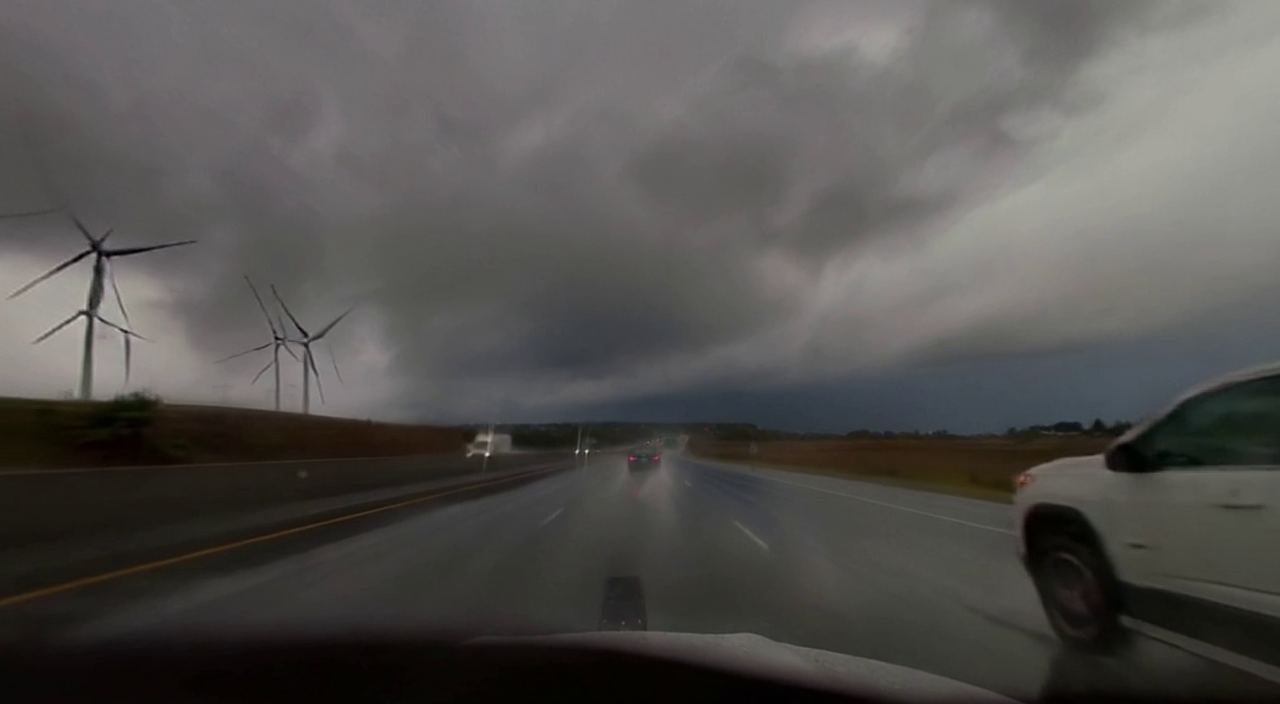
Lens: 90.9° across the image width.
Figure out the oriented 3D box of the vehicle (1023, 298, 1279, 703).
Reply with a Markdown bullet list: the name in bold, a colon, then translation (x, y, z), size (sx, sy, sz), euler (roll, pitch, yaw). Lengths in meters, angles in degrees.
- **vehicle**: translation (3.728, 0.581, 1.810), size (2.104, 1.861, 4.956), euler (0, -9, 0)

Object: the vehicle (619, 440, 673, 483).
- **vehicle**: translation (0.211, 4.564, 26.488), size (2.083, 1.653, 3.787), euler (0, -9, -1)
